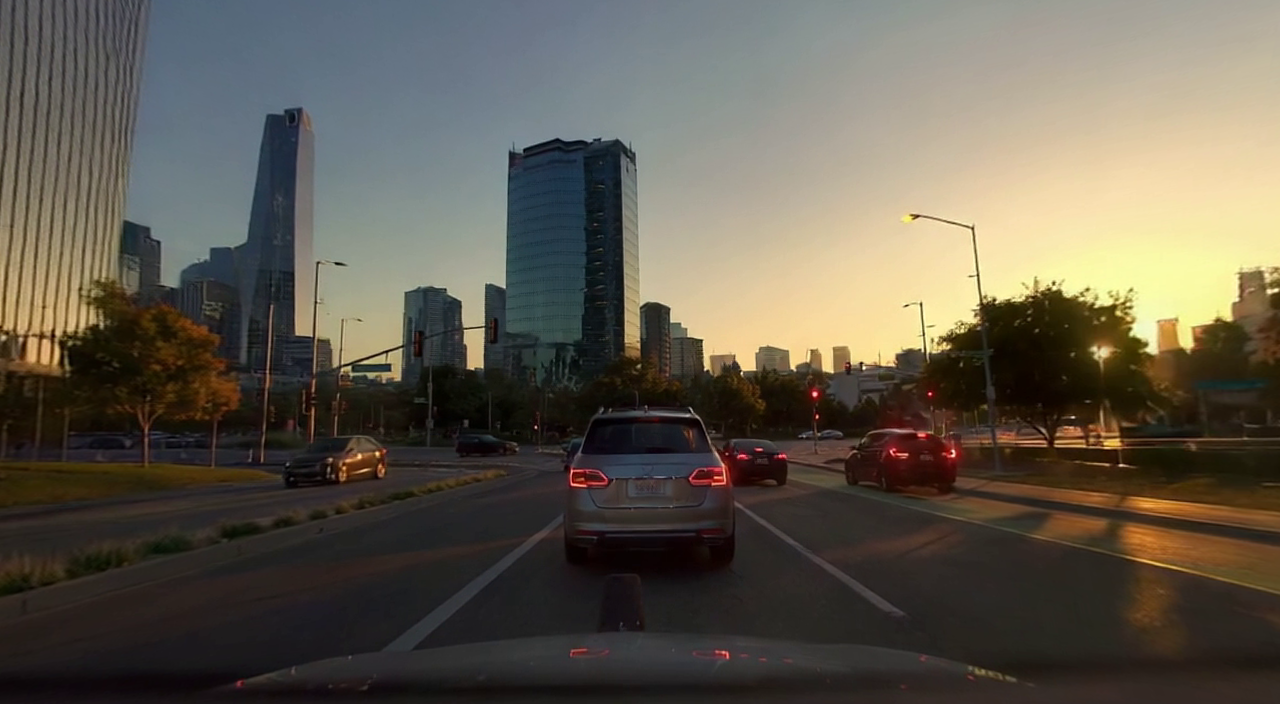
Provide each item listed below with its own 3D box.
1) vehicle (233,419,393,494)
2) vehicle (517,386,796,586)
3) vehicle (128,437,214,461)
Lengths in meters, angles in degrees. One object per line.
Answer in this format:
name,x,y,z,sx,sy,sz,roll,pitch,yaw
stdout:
vehicle,-11.481,3.775,22.951,2.717,2.310,6.448,1,-9,-4
vehicle,0.148,1.605,8.262,2.601,1.878,4.535,0,-9,0
vehicle,-34.616,7.175,46.556,4.622,1.742,1.965,0,-9,-2
